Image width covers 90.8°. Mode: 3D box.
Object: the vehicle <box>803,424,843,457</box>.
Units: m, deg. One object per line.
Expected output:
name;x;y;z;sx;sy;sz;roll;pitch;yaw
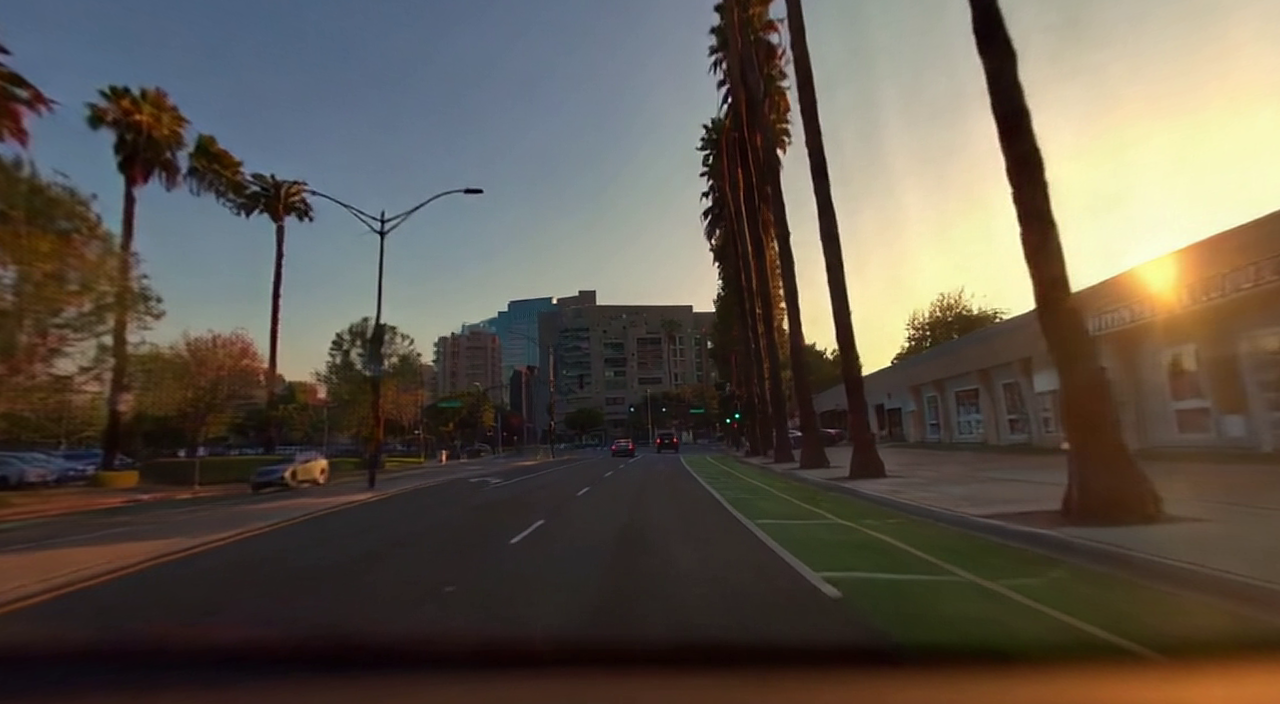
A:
vehicle;13.150;6.398;45.689;1.996;2.172;5.298;-2;-8;8

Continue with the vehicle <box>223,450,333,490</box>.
vehicle;-17.811;5.793;31.505;2.178;1.779;5.406;-1;-8;2

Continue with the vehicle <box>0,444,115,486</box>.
vehicle;-29.672;5.473;30.829;5.940;1.904;2.360;0;-8;2
